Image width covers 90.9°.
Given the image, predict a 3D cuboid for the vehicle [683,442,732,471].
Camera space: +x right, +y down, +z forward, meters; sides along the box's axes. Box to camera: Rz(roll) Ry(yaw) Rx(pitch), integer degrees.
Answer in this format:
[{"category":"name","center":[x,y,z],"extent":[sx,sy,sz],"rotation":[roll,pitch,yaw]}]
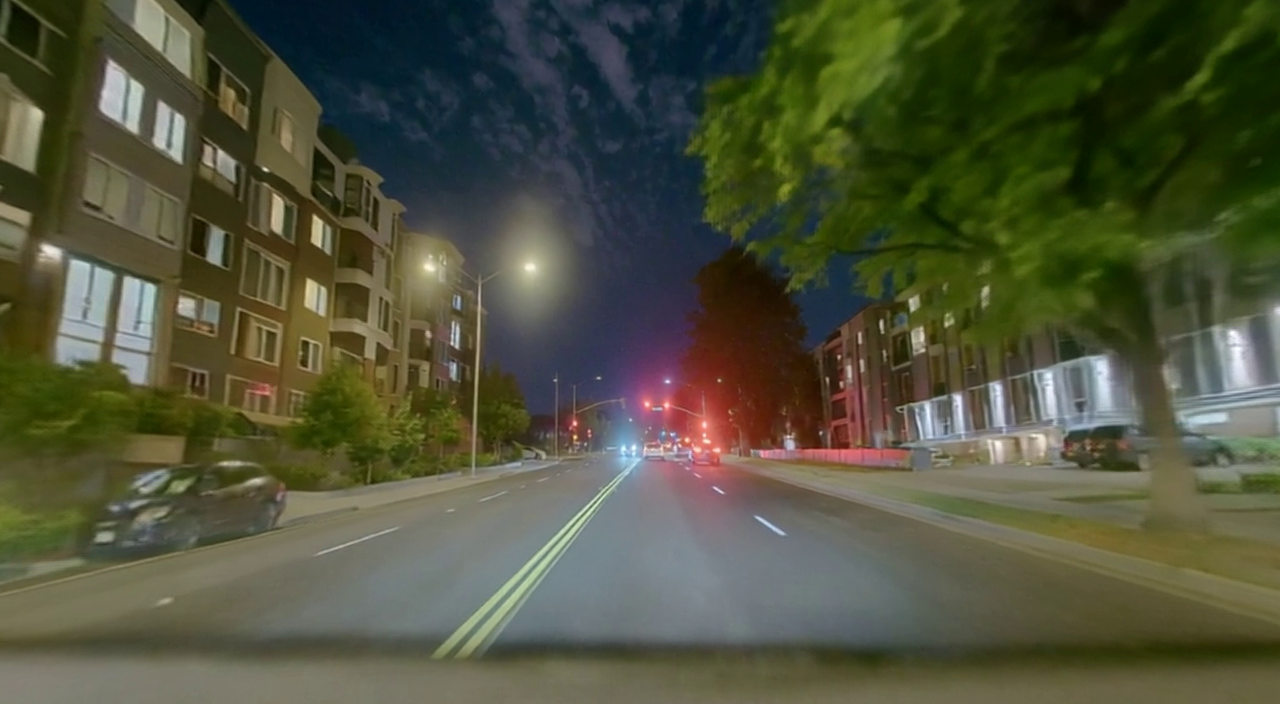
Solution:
[{"category":"vehicle","center":[3.628,5.738,34.731],"extent":[2.078,1.488,4.741],"rotation":[0,-9,-1]}]

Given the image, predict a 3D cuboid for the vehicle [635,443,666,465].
[{"category":"vehicle","center":[0.725,7.202,44.549],"extent":[2.097,1.463,4.043],"rotation":[0,-9,0]}]

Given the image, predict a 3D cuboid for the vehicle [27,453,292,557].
[{"category":"vehicle","center":[-9.428,2.965,12.981],"extent":[1.933,1.498,4.446],"rotation":[-4,-7,1]}]

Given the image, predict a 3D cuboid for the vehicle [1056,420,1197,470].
[{"category":"vehicle","center":[19.664,3.766,25.597],"extent":[4.063,1.912,2.029],"rotation":[1,-9,-5]}]
